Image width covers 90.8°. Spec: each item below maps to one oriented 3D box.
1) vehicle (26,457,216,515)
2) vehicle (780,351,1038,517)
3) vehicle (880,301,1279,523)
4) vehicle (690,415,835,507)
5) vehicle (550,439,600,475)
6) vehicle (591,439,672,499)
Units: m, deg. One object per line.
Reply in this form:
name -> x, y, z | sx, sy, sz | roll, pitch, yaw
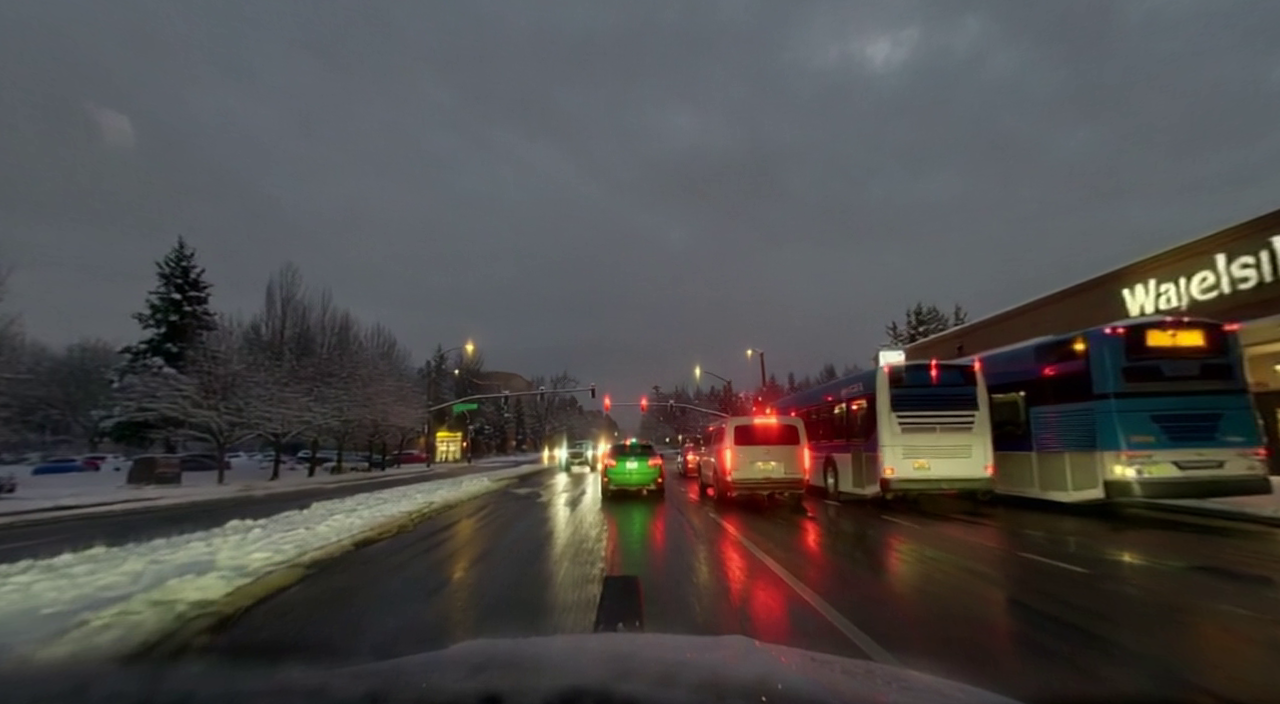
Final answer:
vehicle -> -14.775, 3.803, 18.375 | 1.960, 1.396, 4.185 | 0, -9, 0
vehicle -> 6.353, 2.260, 17.117 | 2.879, 3.318, 8.881 | 0, -8, -1
vehicle -> 10.164, 1.844, 16.962 | 3.181, 4.110, 10.468 | 0, -9, -1
vehicle -> 2.874, 2.802, 16.627 | 2.490, 1.951, 5.931 | 0, -9, -2
vehicle -> -3.290, 5.388, 32.715 | 2.180, 1.708, 4.397 | 0, -9, -1
vehicle -> -0.279, 3.294, 18.187 | 2.071, 1.525, 3.723 | 0, -9, -2
